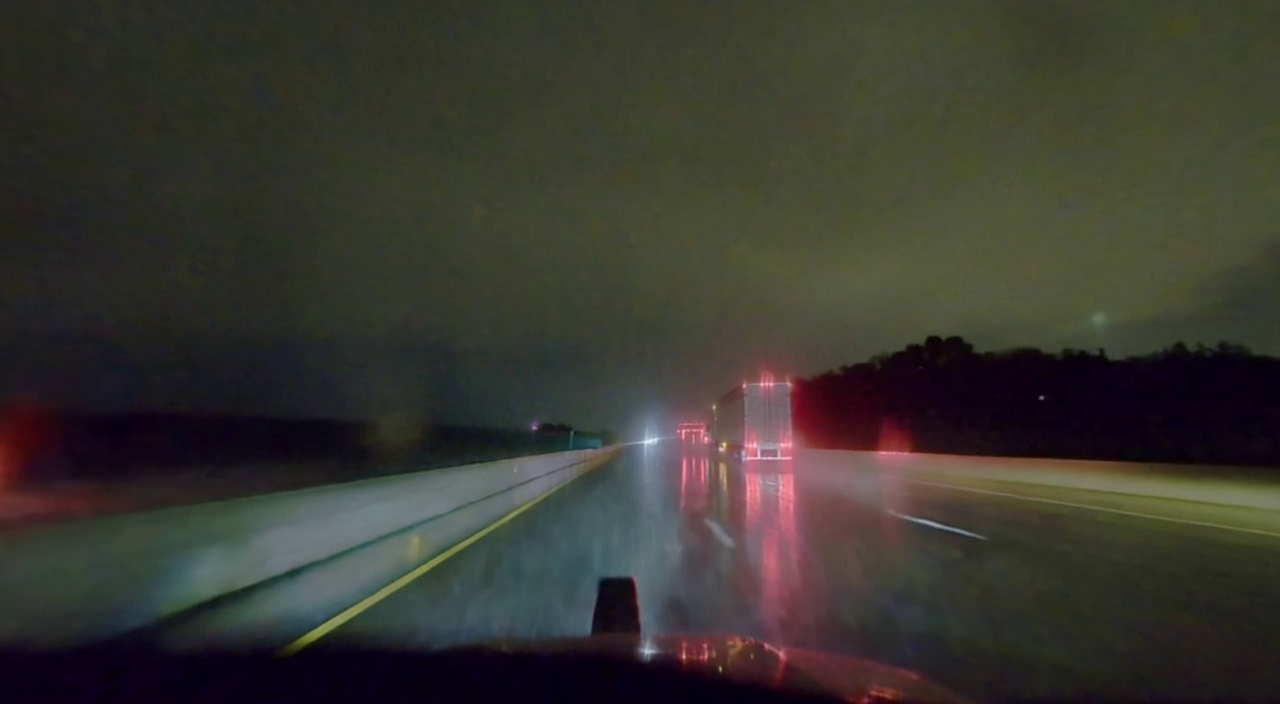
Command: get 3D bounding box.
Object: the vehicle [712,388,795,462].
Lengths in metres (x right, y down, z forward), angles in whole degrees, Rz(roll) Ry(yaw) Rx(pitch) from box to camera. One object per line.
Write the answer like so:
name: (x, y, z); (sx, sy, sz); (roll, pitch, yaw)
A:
vehicle: (7.154, 5.076, 42.321); (2.885, 4.075, 13.981); (0, -8, 0)
